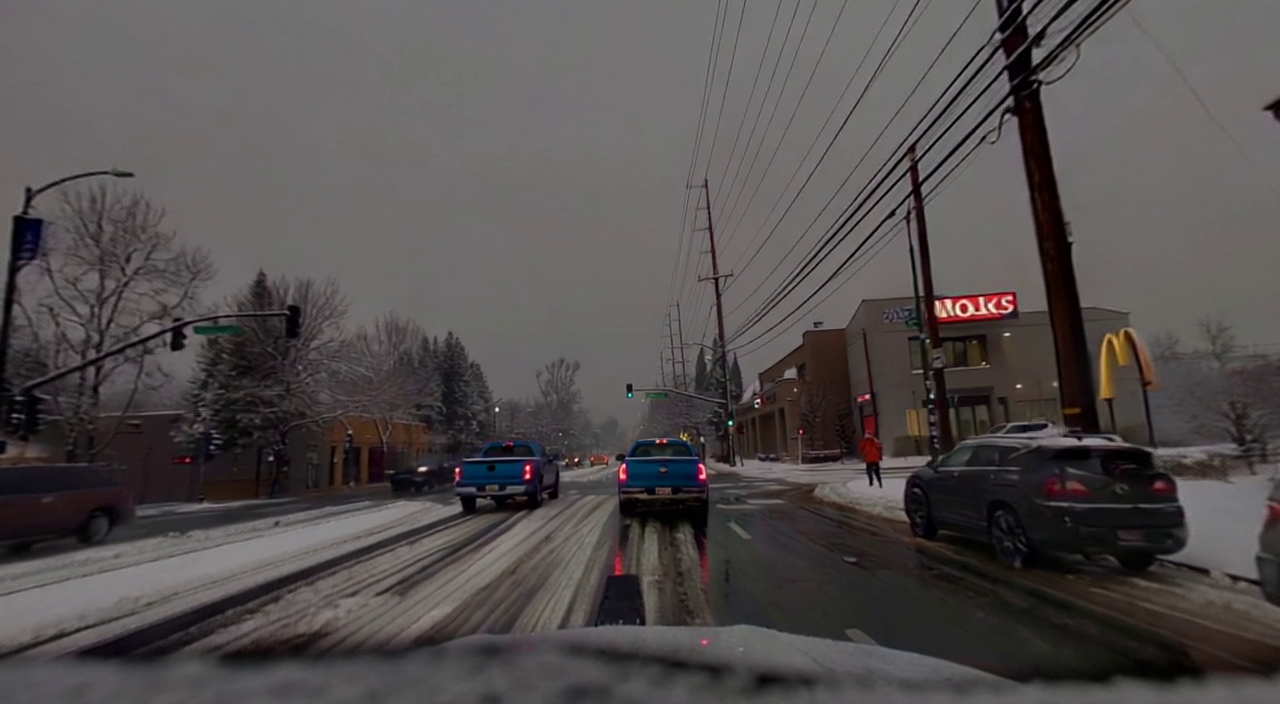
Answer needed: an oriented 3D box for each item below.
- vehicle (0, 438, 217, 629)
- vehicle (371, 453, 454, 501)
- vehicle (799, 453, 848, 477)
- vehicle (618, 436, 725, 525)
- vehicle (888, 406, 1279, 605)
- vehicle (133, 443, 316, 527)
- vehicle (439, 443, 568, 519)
[{"bbox_3d":[-6.250,1.534,5.480,1.994,1.551,4.414,0,-9,1],"label":"vehicle"},{"bbox_3d":[-10.387,5.692,29.225,2.081,1.925,5.632,1,-9,-4],"label":"vehicle"},{"bbox_3d":[13.313,8.203,45.987,2.075,1.556,4.585,1,-9,-1],"label":"vehicle"},{"bbox_3d":[0.871,2.885,14.755,2.089,1.699,4.650,-1,-9,6],"label":"vehicle"},{"bbox_3d":[5.071,1.777,8.247,1.974,1.823,4.576,0,-9,3],"label":"vehicle"},{"bbox_3d":[-11.167,3.546,17.491,2.133,1.952,4.856,1,-9,-7],"label":"vehicle"},{"bbox_3d":[-3.107,3.042,15.459,1.995,1.554,4.618,0,-9,2],"label":"vehicle"}]
